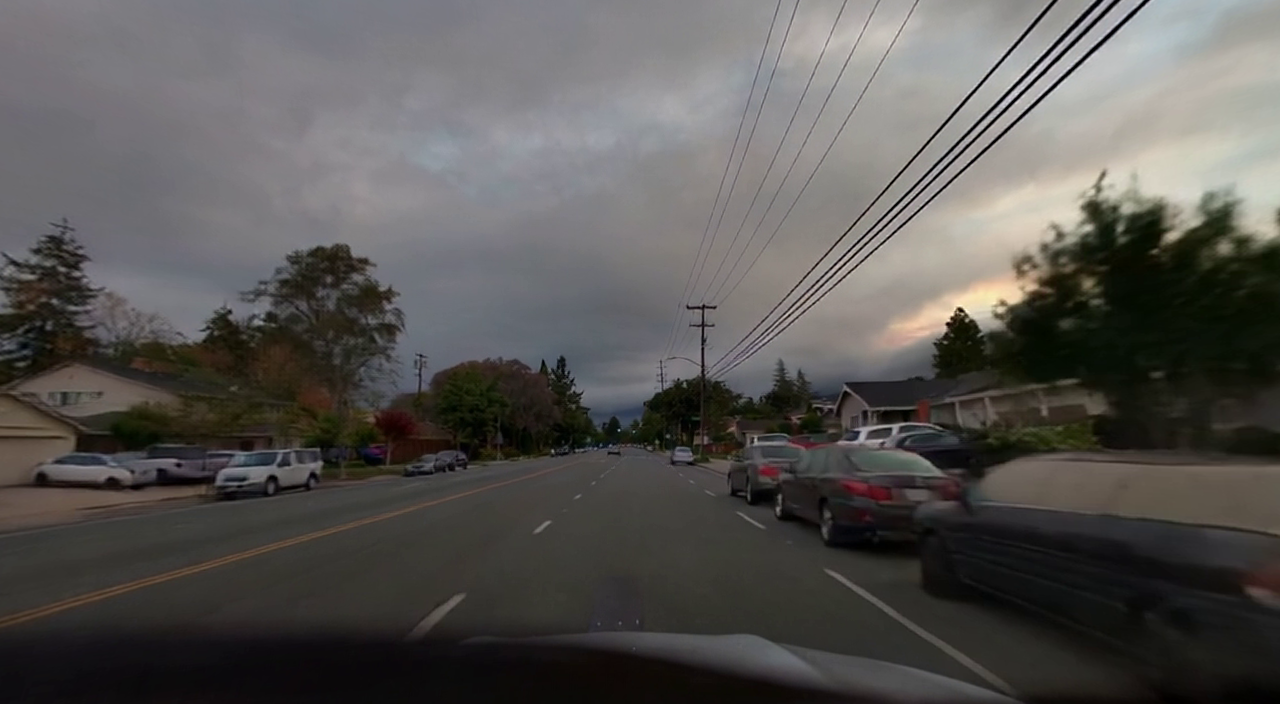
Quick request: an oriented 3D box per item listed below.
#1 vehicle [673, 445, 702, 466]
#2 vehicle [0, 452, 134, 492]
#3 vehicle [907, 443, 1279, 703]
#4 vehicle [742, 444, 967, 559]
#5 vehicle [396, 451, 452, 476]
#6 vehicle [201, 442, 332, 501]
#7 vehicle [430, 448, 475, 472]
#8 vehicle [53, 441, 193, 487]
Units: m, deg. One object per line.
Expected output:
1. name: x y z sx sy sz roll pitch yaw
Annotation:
1. vehicle: 3.576 7.829 47.926 1.855 1.518 4.707 0 -9 0
2. vehicle: -22.155 4.608 24.417 3.692 1.441 1.625 0 -9 -2
3. vehicle: 3.538 1.296 4.040 1.818 1.400 4.640 0 -9 3
4. vehicle: 3.072 2.225 10.271 1.866 1.414 4.604 0 -9 -2
5. vehicle: -14.042 7.278 41.403 2.011 1.480 4.644 0 -8 0
6. vehicle: -13.640 4.342 23.491 2.137 1.852 4.541 -2 -8 0
7. vehicle: -13.844 7.953 46.843 1.916 1.632 4.440 0 -8 1
8. vehicle: -22.387 4.857 27.504 4.351 1.739 1.890 -2 -9 -3
